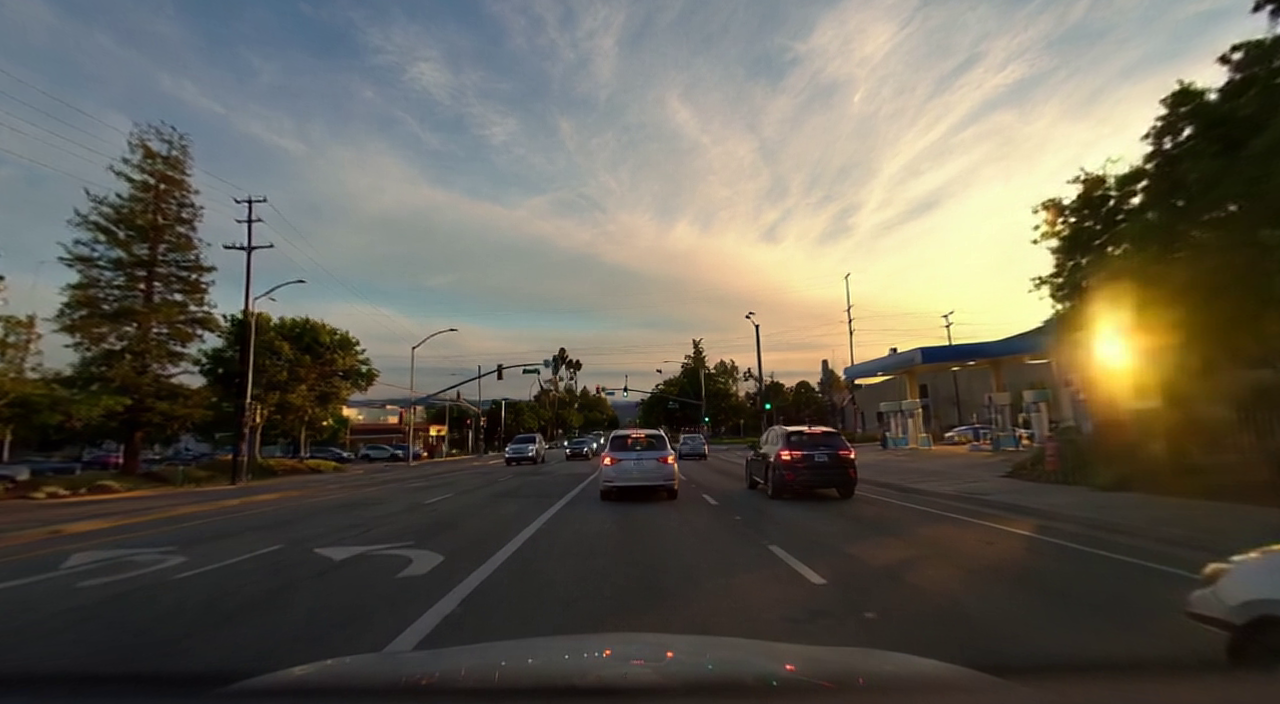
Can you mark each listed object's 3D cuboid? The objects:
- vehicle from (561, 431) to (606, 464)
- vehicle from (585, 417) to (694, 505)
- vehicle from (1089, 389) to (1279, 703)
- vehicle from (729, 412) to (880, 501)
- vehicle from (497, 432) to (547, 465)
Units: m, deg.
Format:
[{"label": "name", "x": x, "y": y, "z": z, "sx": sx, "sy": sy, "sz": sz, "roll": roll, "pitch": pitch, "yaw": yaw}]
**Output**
[{"label": "vehicle", "x": -3.163, "y": 5.489, "z": 36.353, "sx": 2.155, "sy": 1.745, "sz": 4.248, "roll": 0, "pitch": -8, "yaw": 0}, {"label": "vehicle", "x": -0.092, "y": 2.446, "z": 14.505, "sx": 2.164, "sy": 1.718, "sz": 3.881, "roll": 0, "pitch": -8, "yaw": -2}, {"label": "vehicle", "x": 3.338, "y": 0.691, "z": 1.059, "sx": 1.904, "sy": 1.472, "sz": 4.358, "roll": 0, "pitch": -8, "yaw": -1}, {"label": "vehicle", "x": 3.695, "y": 2.492, "z": 15.386, "sx": 2.116, "sy": 1.791, "sz": 5.006, "roll": 0, "pitch": -8, "yaw": -3}, {"label": "vehicle", "x": -6.573, "y": 5.430, "z": 35.718, "sx": 1.994, "sy": 1.695, "sz": 4.471, "roll": 0, "pitch": -8, "yaw": 0}]
